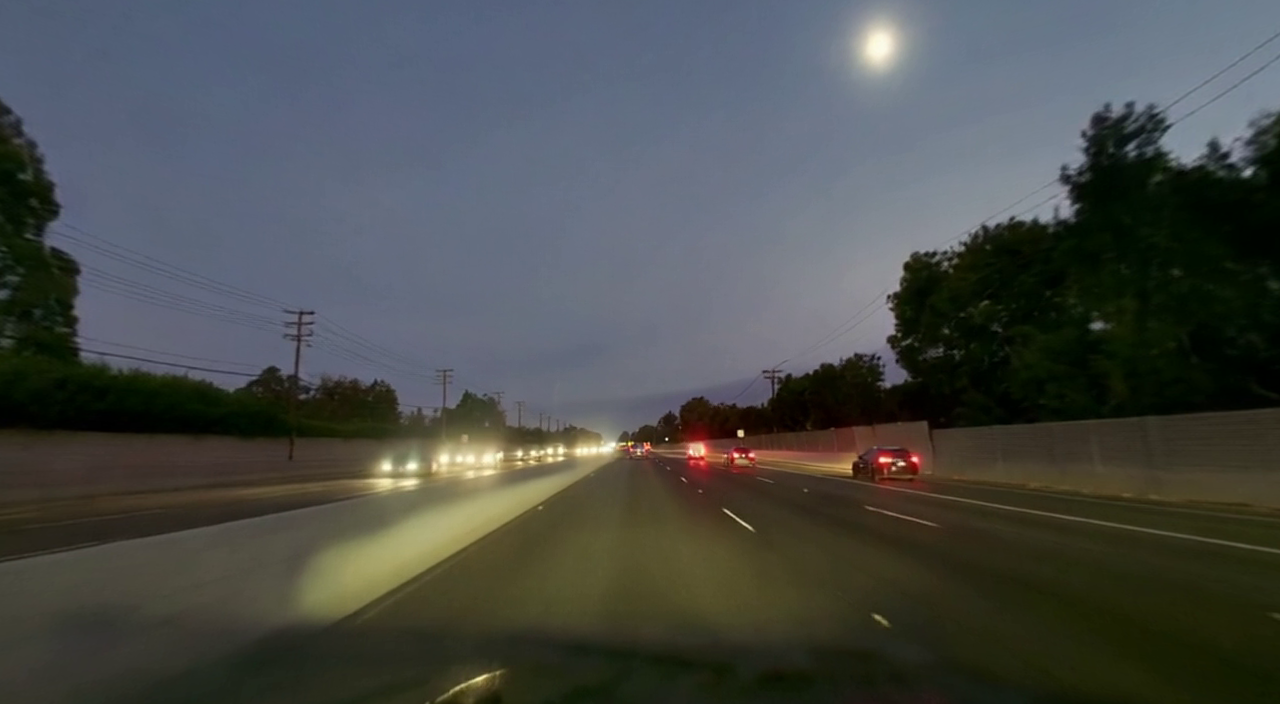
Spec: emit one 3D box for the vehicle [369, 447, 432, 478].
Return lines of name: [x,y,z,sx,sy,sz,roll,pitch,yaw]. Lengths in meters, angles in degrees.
vehicle: [-13.220,6.097,35.129,1.843,1.602,4.040,0,-8,0]

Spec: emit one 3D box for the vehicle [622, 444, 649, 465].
vehicle: [-0.362,8.034,49.622,1.993,1.506,3.883,0,-8,-1]

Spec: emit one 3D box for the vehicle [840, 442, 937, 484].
vehicle: [9.733,4.361,25.199,1.969,1.506,4.422,0,-8,-1]

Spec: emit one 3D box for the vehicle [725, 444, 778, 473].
vehicle: [6.298,6.051,36.270,2.069,1.520,4.614,0,-8,-1]

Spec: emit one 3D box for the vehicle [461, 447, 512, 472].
vehicle: [-10.111,7.100,41.970,2.259,1.507,4.362,0,-8,0]
